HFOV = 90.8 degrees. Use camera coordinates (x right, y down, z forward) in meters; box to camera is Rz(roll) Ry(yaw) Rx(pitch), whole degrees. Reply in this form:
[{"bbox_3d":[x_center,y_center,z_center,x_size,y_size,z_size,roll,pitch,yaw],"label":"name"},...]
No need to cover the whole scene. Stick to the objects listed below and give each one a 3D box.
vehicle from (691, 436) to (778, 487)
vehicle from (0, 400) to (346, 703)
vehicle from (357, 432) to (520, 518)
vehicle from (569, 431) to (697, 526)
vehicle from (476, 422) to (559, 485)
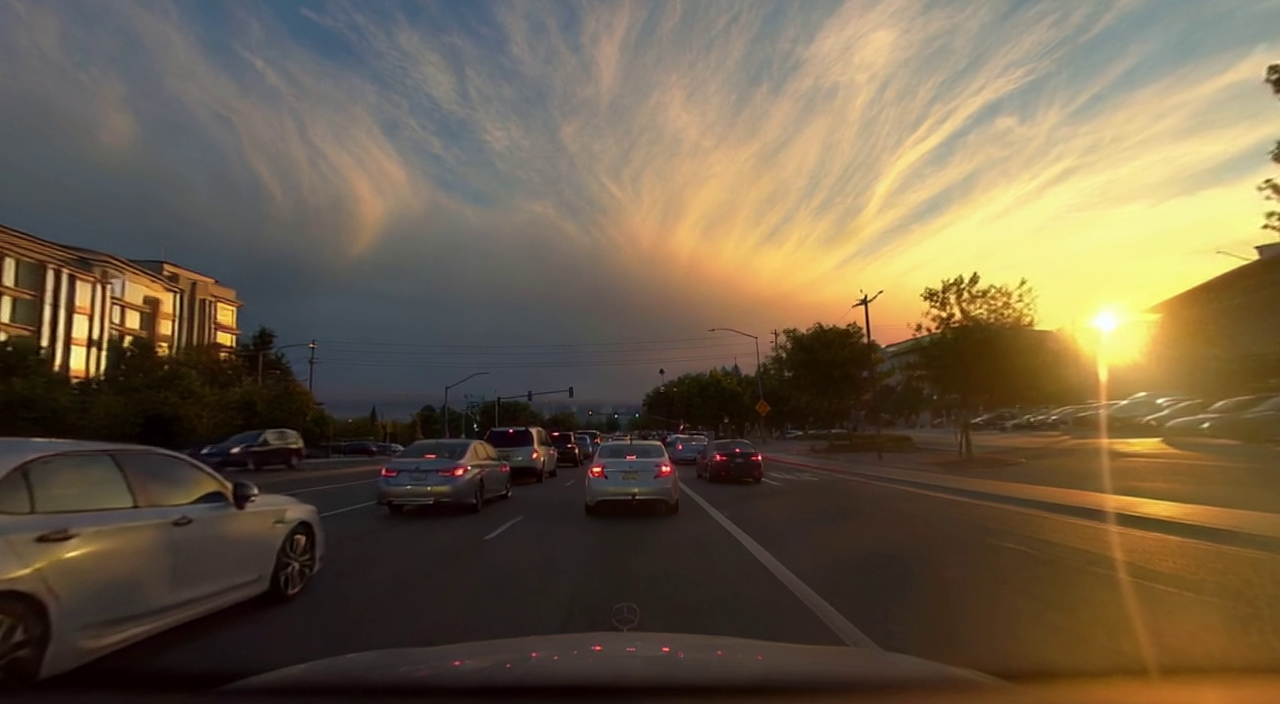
[{"bbox_3d":[2.909,3.499,20.512,1.978,1.452,4.381,1,-8,-3],"label":"vehicle"},{"bbox_3d":[-3.714,1.075,3.541,2.052,1.475,4.341,0,-8,0],"label":"vehicle"},{"bbox_3d":[-3.865,2.429,13.005,1.985,1.467,4.224,0,-8,0],"label":"vehicle"},{"bbox_3d":[-0.158,2.290,12.027,2.007,1.467,4.059,0,-8,-1],"label":"vehicle"},{"bbox_3d":[-3.997,3.401,21.451,2.054,1.881,4.469,0,-8,-2],"label":"vehicle"}]
